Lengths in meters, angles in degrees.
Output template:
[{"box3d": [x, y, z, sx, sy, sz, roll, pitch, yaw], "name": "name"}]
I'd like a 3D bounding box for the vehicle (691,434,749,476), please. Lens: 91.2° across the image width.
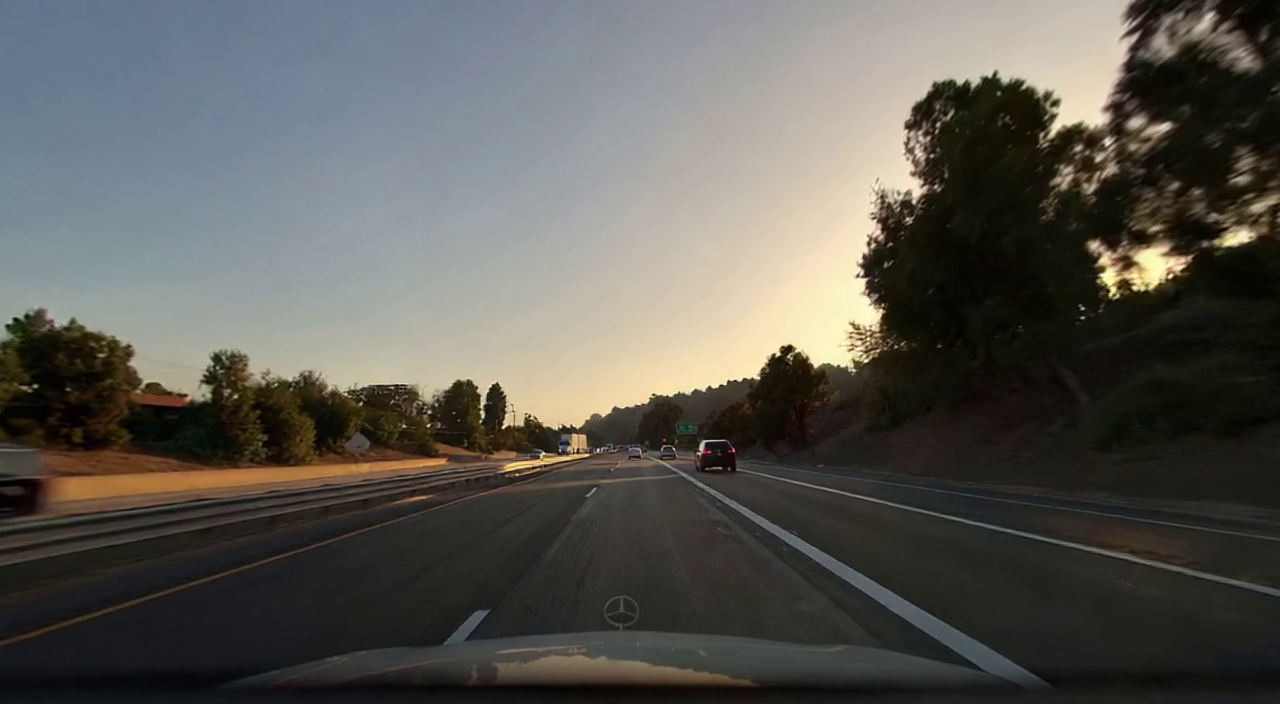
[{"box3d": [3.924, 5.172, 31.590, 2.177, 1.914, 5.245, 0, -9, -1], "name": "vehicle"}]
